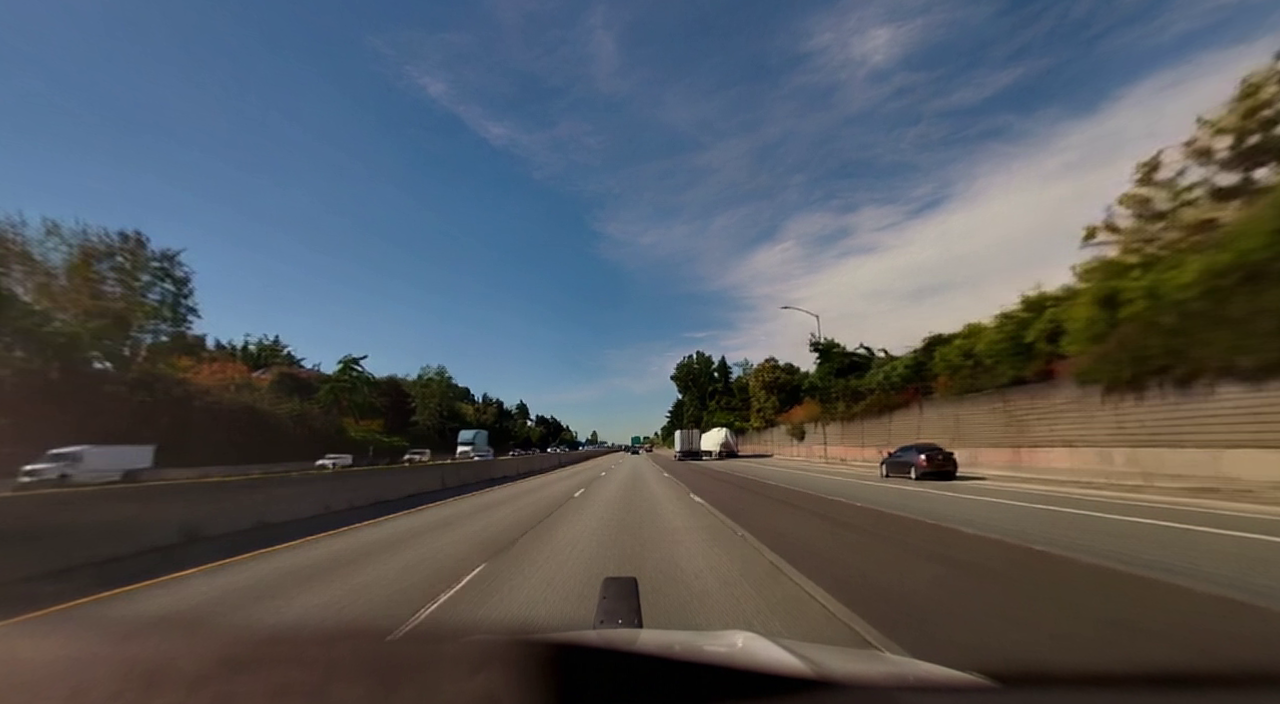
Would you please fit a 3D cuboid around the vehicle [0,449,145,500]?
[{"bbox_3d":[-25.907,5.522,28.946,2.226,2.108,5.262,0,-9,-5],"label":"vehicle"}]

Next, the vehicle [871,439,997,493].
[{"bbox_3d":[9.901,3.860,21.694,1.950,1.632,4.845,0,-9,0],"label":"vehicle"}]

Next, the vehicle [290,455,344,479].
[{"bbox_3d":[-23.791,8.454,46.527,1.899,1.625,4.527,0,-9,-4],"label":"vehicle"}]
